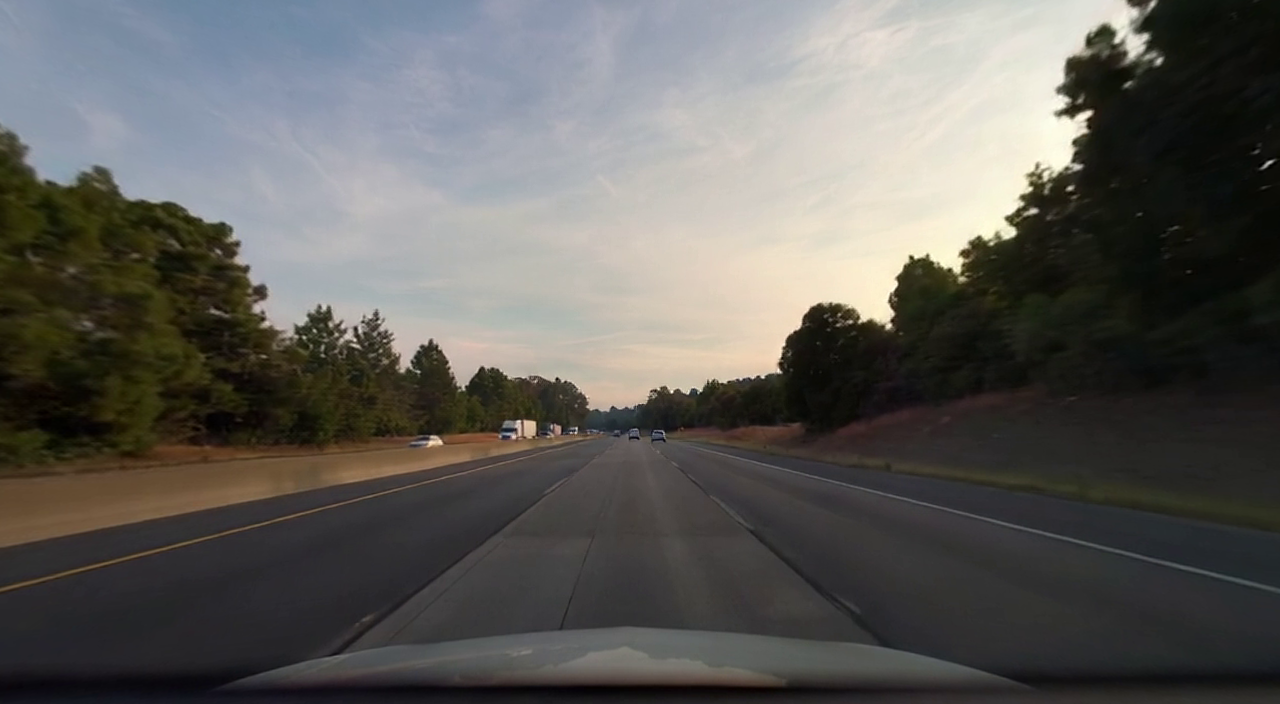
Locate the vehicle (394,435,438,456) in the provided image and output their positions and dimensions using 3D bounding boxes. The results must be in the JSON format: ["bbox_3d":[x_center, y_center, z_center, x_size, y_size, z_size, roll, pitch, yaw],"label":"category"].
[{"bbox_3d":[-17.172,7.135,48.416,1.855,1.522,4.394,0,-7,0],"label":"vehicle"}]
